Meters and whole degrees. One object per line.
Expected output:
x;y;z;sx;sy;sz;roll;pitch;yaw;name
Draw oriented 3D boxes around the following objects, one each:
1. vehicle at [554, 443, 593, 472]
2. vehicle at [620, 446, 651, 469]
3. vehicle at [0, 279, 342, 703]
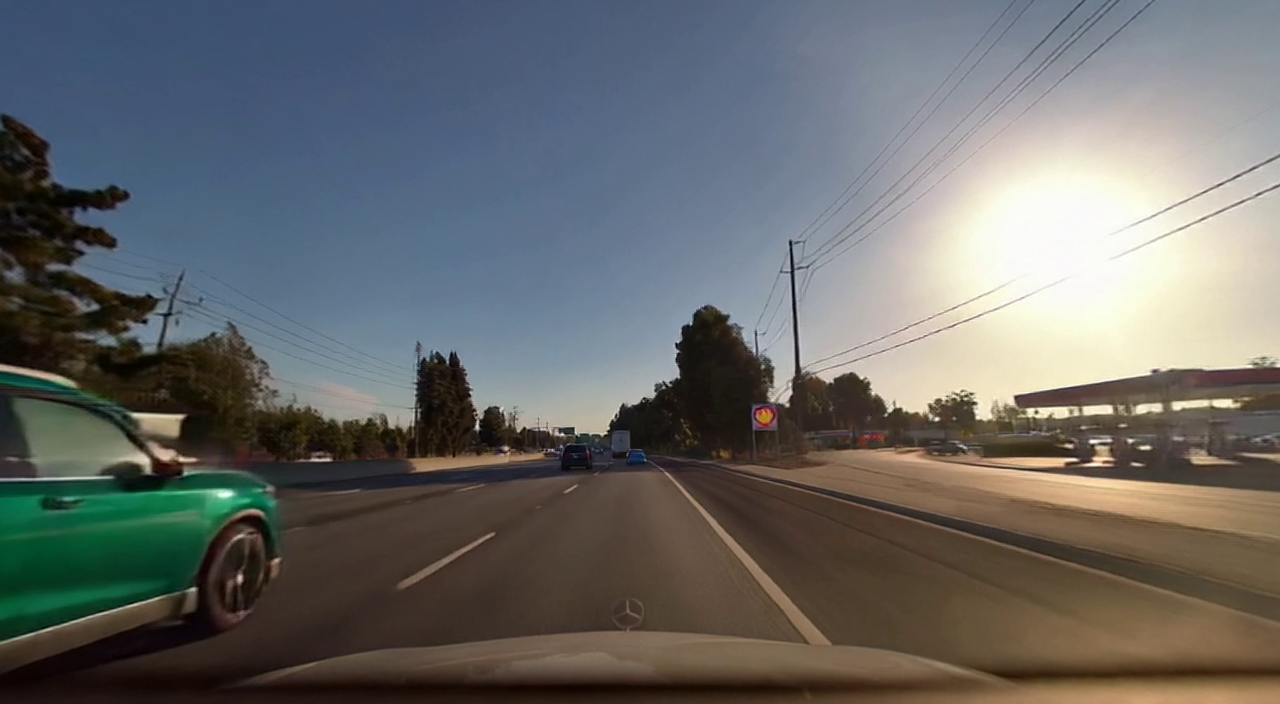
-4.667;7.501;45.051;2.273;1.884;4.515;0;-8;0;vehicle
-0.361;7.401;44.412;1.982;1.524;3.800;0;-8;-2;vehicle
-4.139;0.706;2.580;2.694;2.081;6.099;0;-8;2;vehicle
